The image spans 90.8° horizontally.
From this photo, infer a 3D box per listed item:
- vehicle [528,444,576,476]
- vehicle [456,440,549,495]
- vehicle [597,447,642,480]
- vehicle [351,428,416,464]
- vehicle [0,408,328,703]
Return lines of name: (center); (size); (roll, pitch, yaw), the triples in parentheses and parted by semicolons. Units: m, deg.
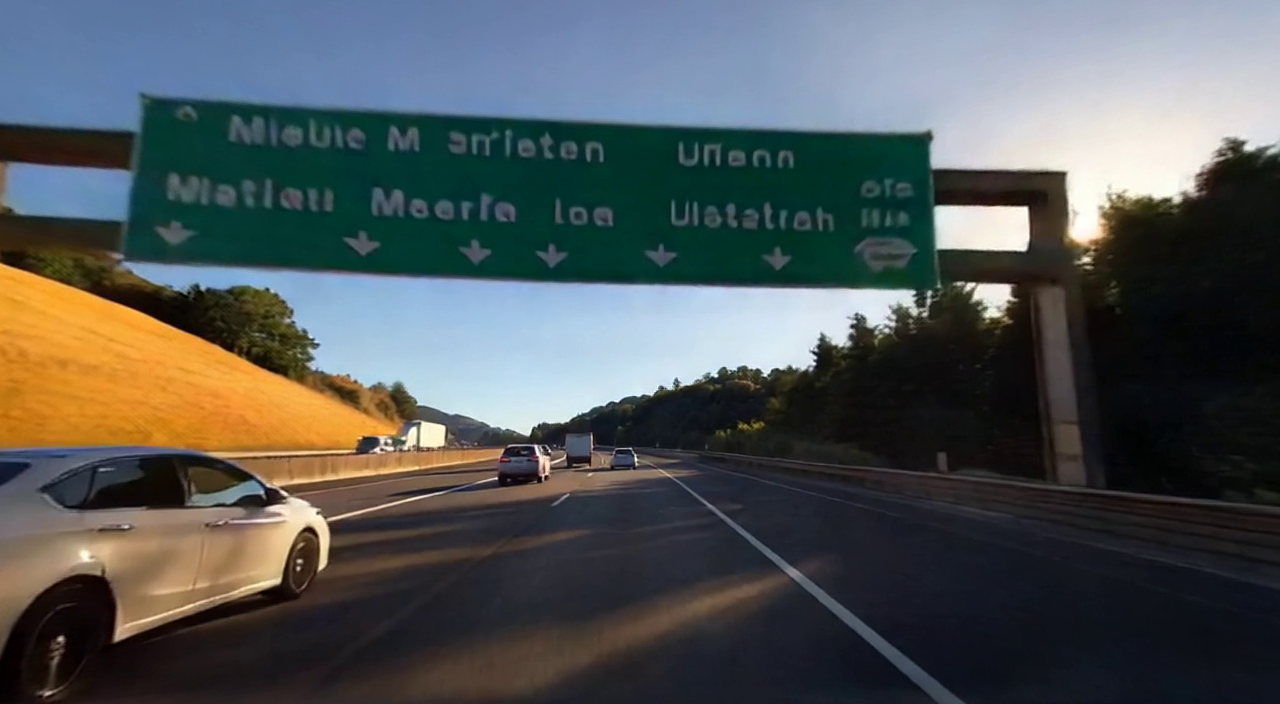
vehicle: (-4.777, 5.913, 34.798); (2.118, 1.624, 4.032); (0, -9, -1)
vehicle: (-4.403, 3.784, 20.997); (2.208, 1.619, 4.162); (0, -9, -1)
vehicle: (-0.969, 5.238, 29.854); (1.988, 1.440, 4.201); (0, -9, -2)
vehicle: (-19.943, 7.360, 49.416); (2.503, 2.619, 6.826); (0, -9, -3)
vehicle: (-3.853, 1.161, 3.807); (1.892, 1.492, 3.940); (0, -9, 0)
